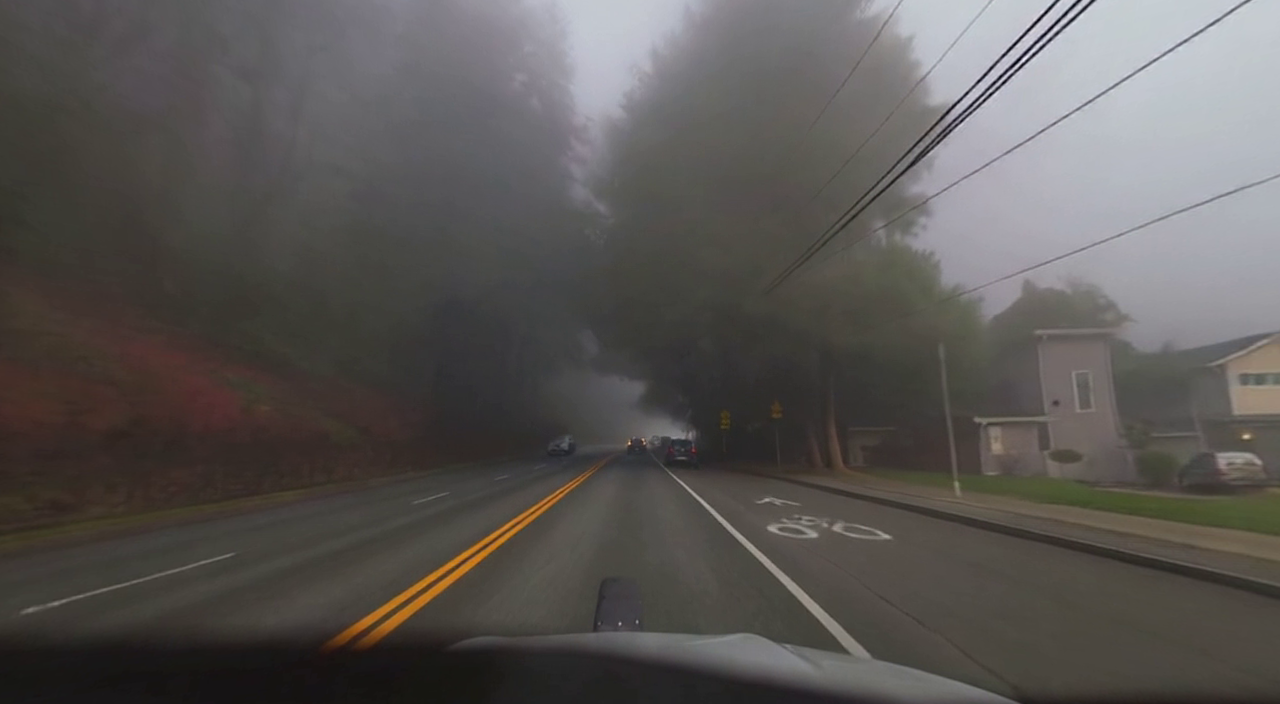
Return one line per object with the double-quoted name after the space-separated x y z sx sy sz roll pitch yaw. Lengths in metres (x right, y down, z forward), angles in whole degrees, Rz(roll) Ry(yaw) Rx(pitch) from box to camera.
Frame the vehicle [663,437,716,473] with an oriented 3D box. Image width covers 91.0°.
2.132 4.592 28.235 1.975 1.497 3.647 0 -8 -2 "vehicle"
